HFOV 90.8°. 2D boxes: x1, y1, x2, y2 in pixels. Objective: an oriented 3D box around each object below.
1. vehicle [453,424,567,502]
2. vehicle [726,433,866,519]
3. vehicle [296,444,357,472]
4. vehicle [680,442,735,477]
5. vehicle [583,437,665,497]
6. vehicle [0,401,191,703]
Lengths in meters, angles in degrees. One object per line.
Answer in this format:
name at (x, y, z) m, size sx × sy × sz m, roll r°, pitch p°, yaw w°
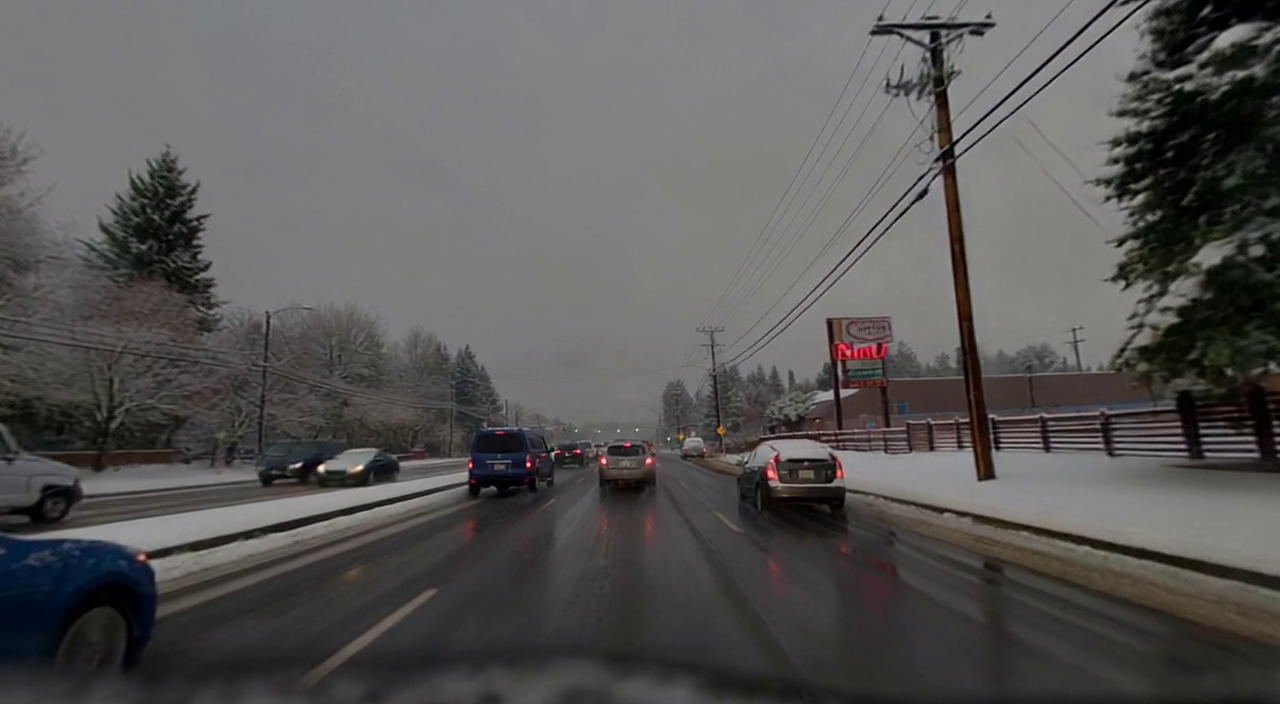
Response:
vehicle at (-3.377, 3.001, 17.500) m, size 2.092 × 1.839 × 4.736 m, roll 0°, pitch -9°, yaw 0°
vehicle at (3.074, 2.519, 13.320) m, size 1.880 × 1.521 × 3.724 m, roll 0°, pitch -9°, yaw -2°
vehicle at (-23.149, 7.820, 46.831) m, size 2.094 × 1.899 × 4.789 m, roll 0°, pitch -9°, yaw -1°
vehicle at (3.026, 4.913, 29.179) m, size 1.878 × 1.479 × 4.461 m, roll 0°, pitch -9°, yaw -2°
vehicle at (-0.410, 3.219, 18.033) m, size 2.097 × 1.511 × 3.809 m, roll 0°, pitch -9°, yaw 0°
vehicle at (-3.332, 0.721, 1.011) m, size 2.004 × 1.454 × 4.349 m, roll 0°, pitch -9°, yaw 0°
